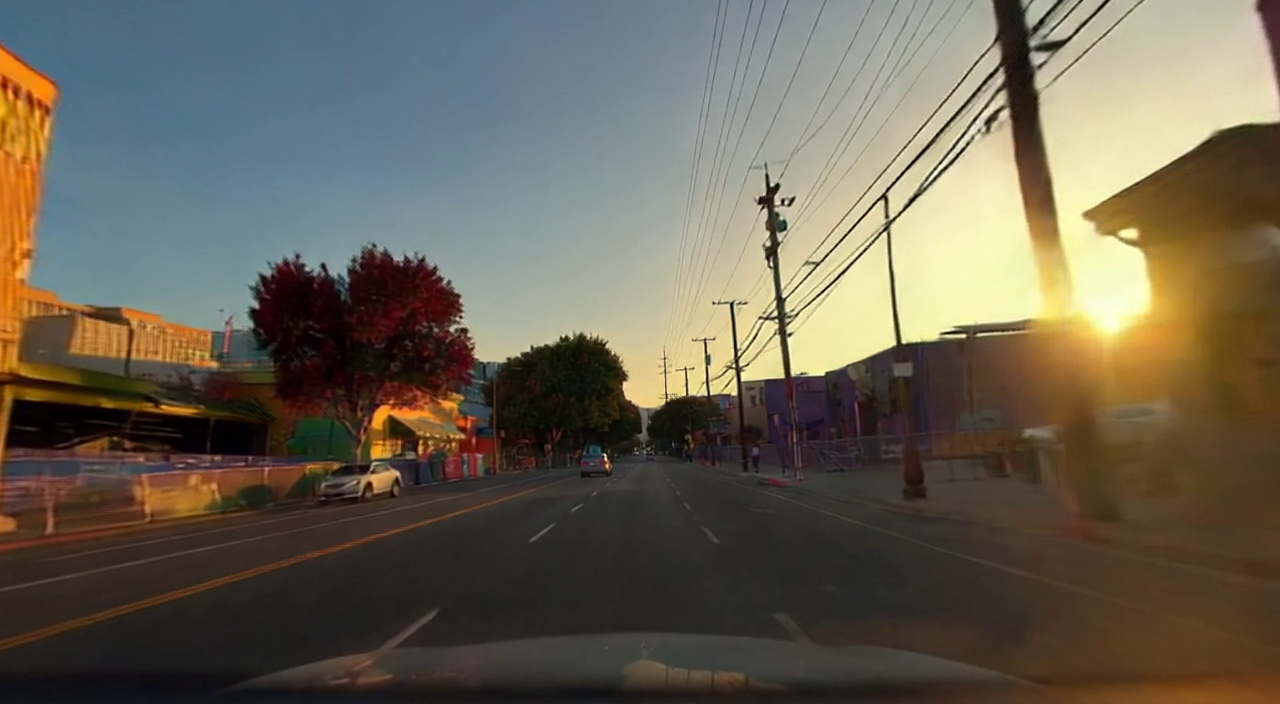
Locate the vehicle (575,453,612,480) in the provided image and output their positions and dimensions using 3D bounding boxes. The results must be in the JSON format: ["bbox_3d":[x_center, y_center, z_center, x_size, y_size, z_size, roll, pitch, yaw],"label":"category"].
[{"bbox_3d":[-2.973,7.448,41.097,2.036,1.589,4.549,0,-9,1],"label":"vehicle"}]

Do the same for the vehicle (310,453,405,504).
[{"bbox_3d":[-11.927,5.333,26.988,2.052,1.898,4.253,0,-9,1],"label":"vehicle"}]
